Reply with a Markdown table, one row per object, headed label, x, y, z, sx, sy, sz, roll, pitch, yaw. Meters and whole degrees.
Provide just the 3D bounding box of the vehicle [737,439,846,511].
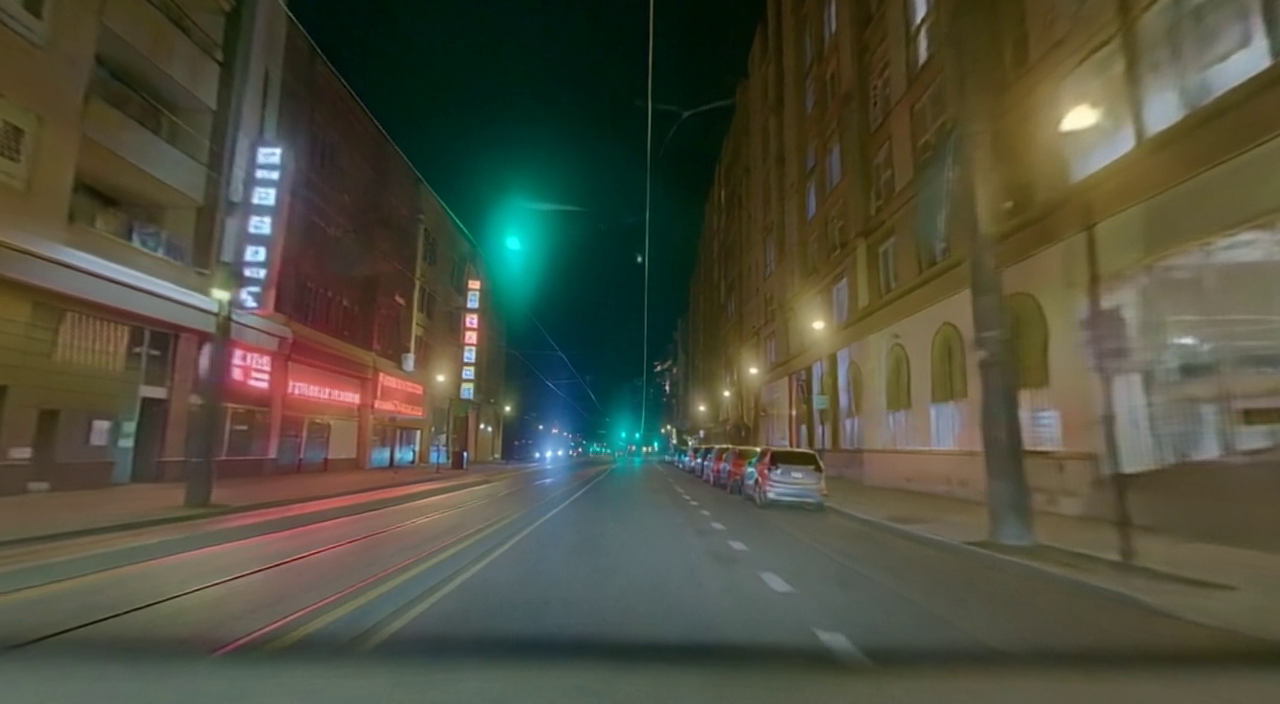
| label | x | y | z | sx | sy | sz | roll | pitch | yaw |
| --- | --- | --- | --- | --- | --- | --- | --- | --- | --- |
| vehicle | 3.593 | 2.964 | 15.632 | 1.819 | 1.546 | 3.681 | 0 | -8 | 1 |
